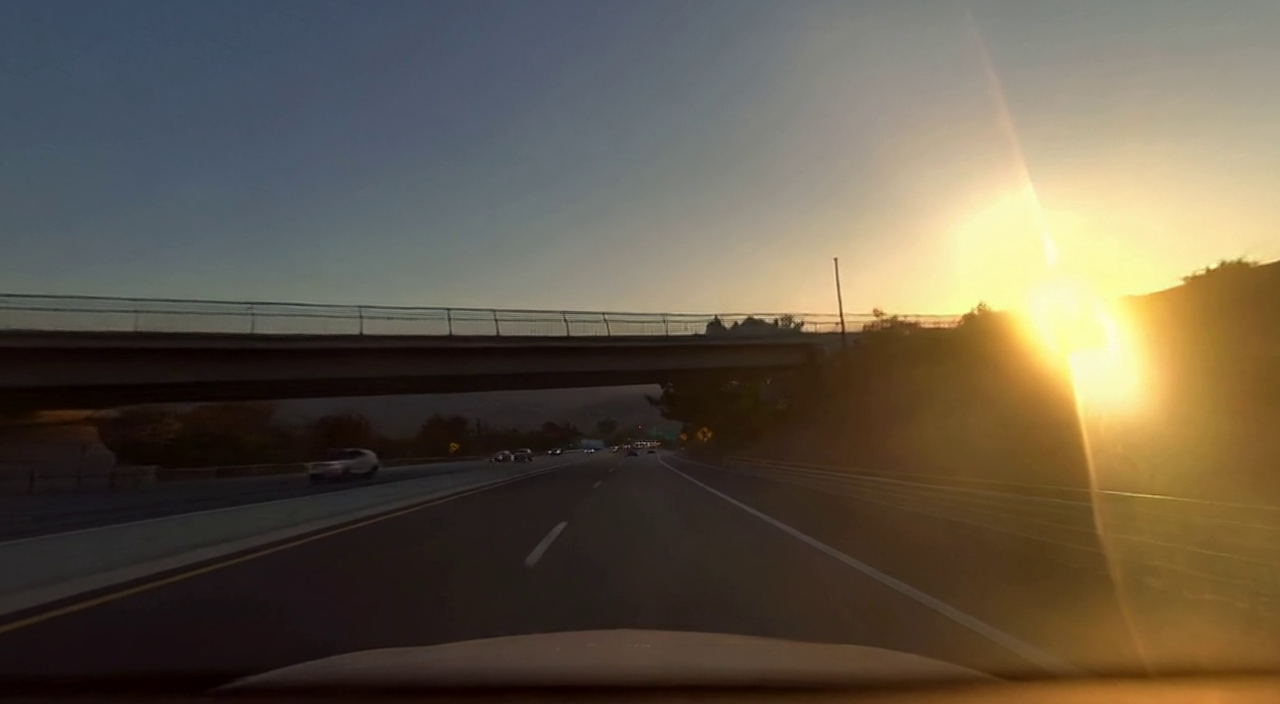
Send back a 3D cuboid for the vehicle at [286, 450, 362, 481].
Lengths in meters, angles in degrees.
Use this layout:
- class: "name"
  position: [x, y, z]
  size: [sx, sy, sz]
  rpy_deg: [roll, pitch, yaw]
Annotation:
- class: "vehicle"
  position: [-16.367, 5.875, 32.791]
  size: [1.798, 1.462, 4.067]
  rpy_deg: [0, -9, 0]
